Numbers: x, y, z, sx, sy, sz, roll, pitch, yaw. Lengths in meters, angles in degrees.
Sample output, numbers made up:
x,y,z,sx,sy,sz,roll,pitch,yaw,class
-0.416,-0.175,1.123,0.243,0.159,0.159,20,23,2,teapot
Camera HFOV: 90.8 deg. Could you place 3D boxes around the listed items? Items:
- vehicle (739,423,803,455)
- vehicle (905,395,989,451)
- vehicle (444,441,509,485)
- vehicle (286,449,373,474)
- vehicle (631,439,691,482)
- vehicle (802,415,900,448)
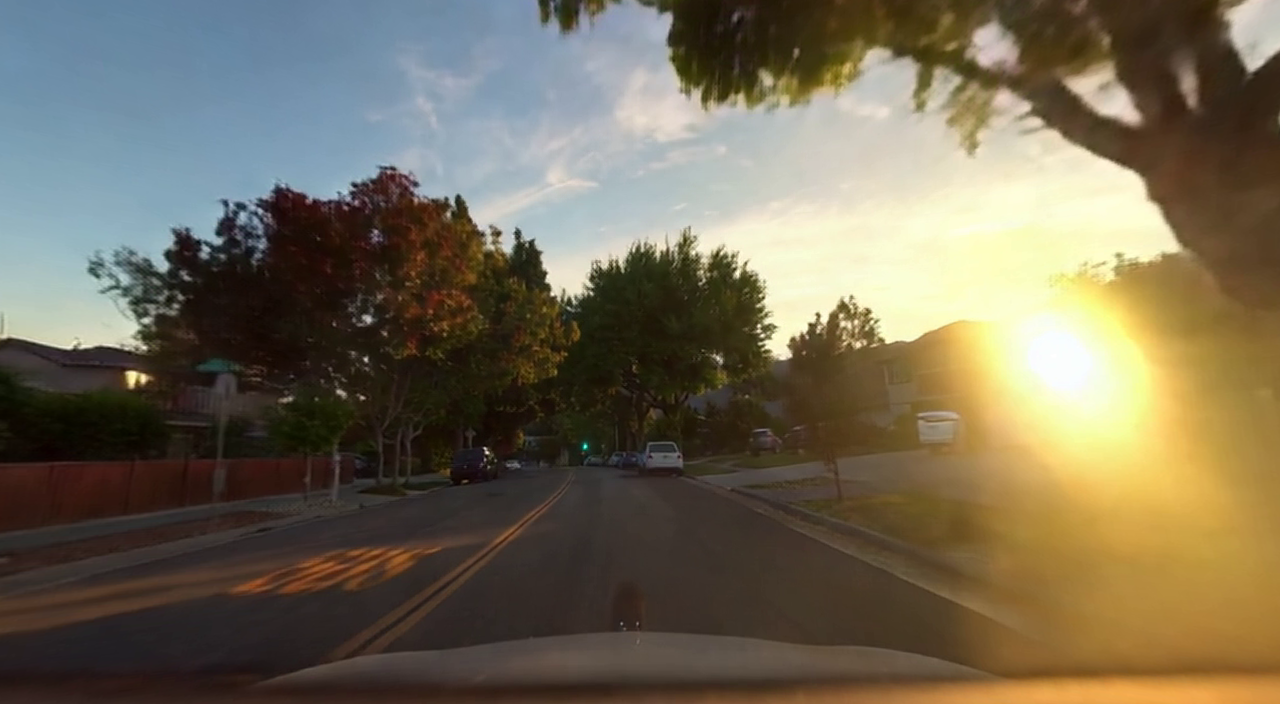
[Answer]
x,y,z,sx,sy,sz,roll,pitch,yaw,class
8.308,5.512,39.890,2.100,1.857,4.611,-7,-10,37,vehicle
11.139,2.704,23.263,1.880,1.626,4.495,-2,-12,15,vehicle
-7.368,4.989,28.979,2.155,1.729,4.799,0,-7,-6,vehicle
-18.956,6.679,38.611,4.527,1.466,1.880,-2,-9,11,vehicle
0.911,5.077,30.003,2.229,1.826,4.611,0,-8,-6,vehicle
11.202,4.294,33.825,4.639,1.634,2.005,-2,-8,10,vehicle
